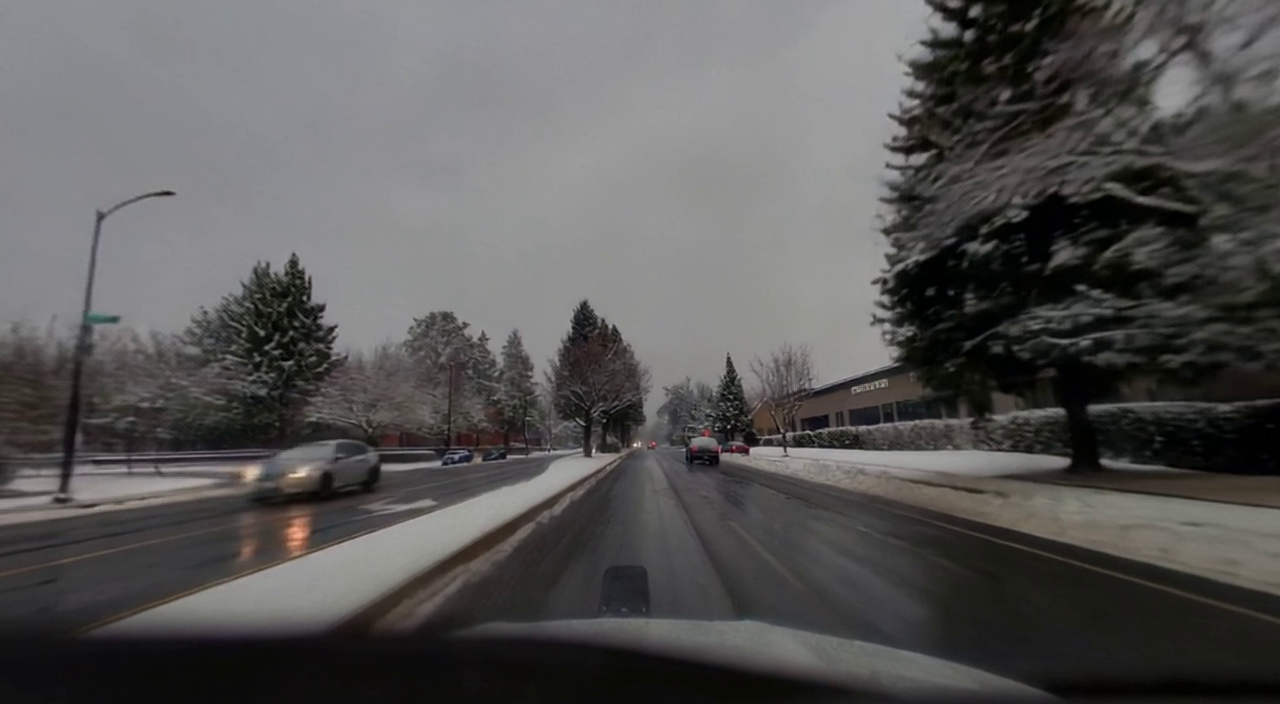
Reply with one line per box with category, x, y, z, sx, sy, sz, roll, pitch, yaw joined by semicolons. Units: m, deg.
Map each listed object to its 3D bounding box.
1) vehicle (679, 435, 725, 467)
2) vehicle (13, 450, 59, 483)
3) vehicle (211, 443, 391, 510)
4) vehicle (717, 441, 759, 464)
vehicle;3.558;5.807;37.004;2.143;1.759;4.378;0;-8;-1
vehicle;-43.734;8.213;45.560;2.110;2.194;4.475;8;-11;-44
vehicle;-8.624;3.163;16.601;2.283;1.509;4.272;0;-8;1
vehicle;6.675;6.872;43.291;2.100;1.491;4.563;0;-8;0
